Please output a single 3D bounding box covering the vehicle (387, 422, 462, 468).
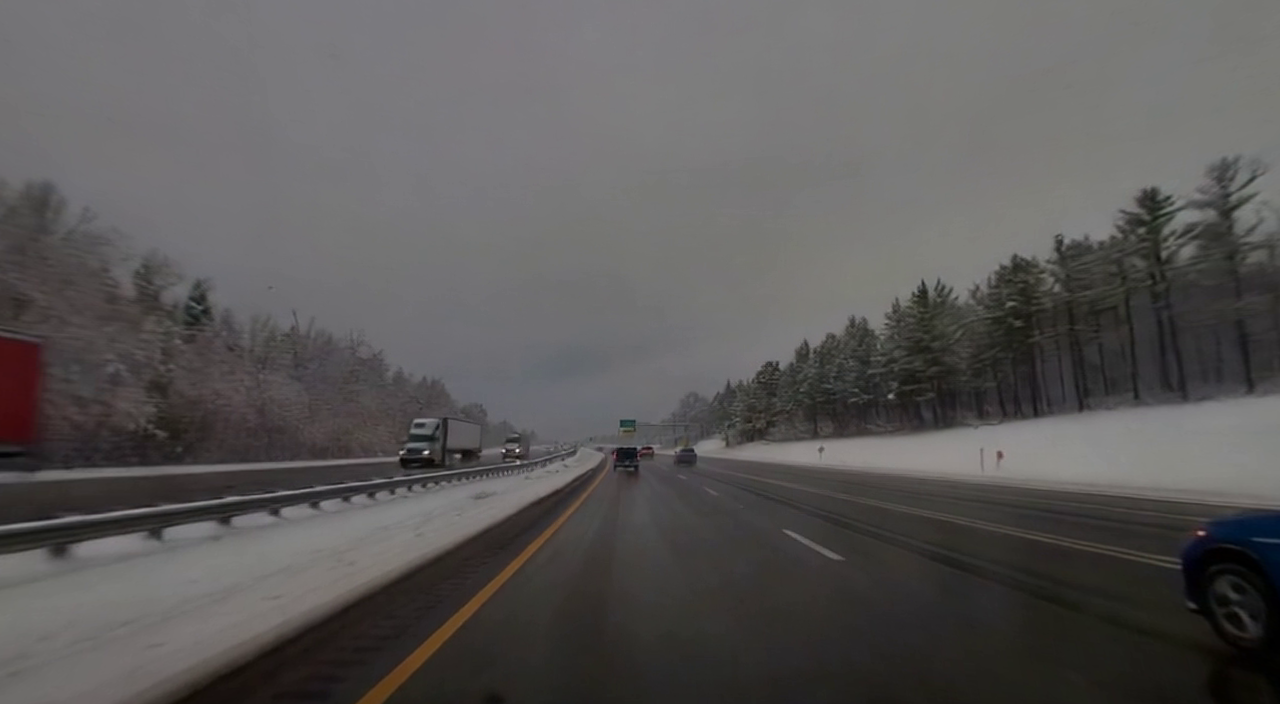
[{"bbox_3d":[-12.618,5.560,37.429,2.320,2.442,6.292,-1,-9,-1],"label":"vehicle"}]

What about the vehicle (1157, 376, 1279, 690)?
[{"bbox_3d":[4.356,0.745,2.010,2.013,1.623,3.916,0,-9,0],"label":"vehicle"}]

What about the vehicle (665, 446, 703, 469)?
[{"bbox_3d":[3.000,7.257,43.642,2.008,1.504,4.291,1,-9,-4],"label":"vehicle"}]

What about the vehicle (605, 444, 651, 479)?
[{"bbox_3d":[-0.587,5.226,30.222,2.050,1.534,3.771,0,-9,-2],"label":"vehicle"}]
